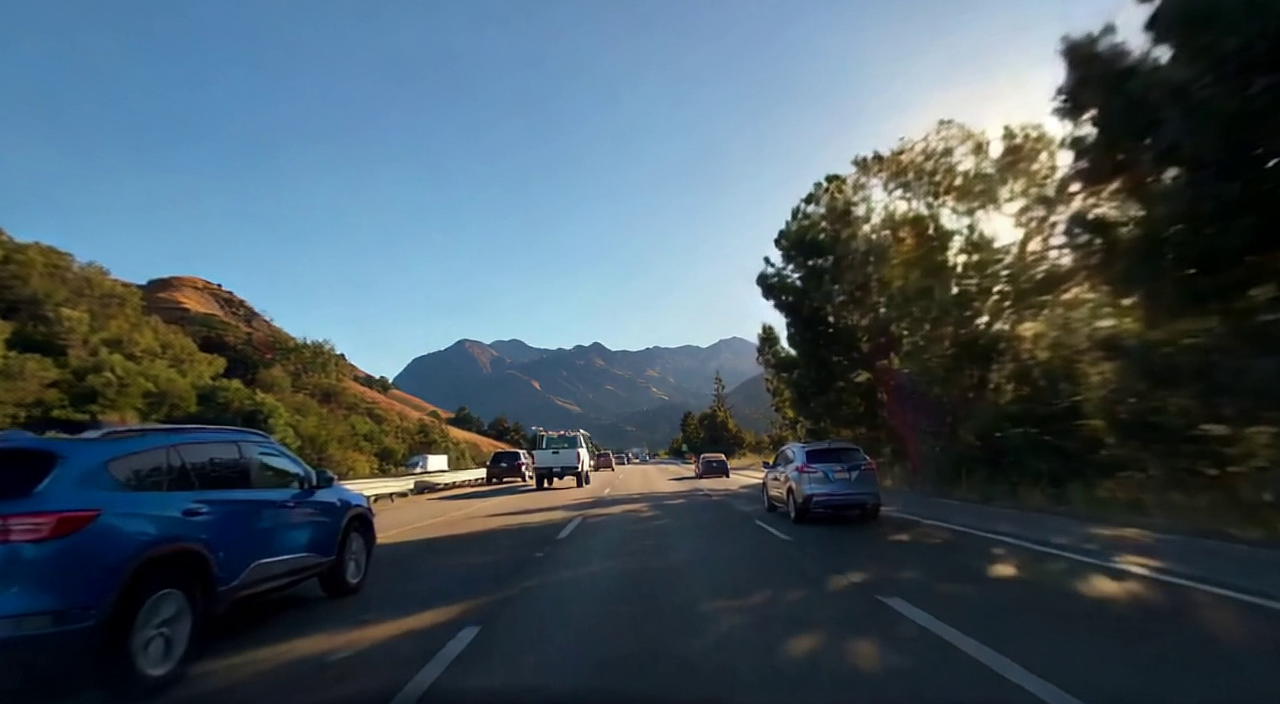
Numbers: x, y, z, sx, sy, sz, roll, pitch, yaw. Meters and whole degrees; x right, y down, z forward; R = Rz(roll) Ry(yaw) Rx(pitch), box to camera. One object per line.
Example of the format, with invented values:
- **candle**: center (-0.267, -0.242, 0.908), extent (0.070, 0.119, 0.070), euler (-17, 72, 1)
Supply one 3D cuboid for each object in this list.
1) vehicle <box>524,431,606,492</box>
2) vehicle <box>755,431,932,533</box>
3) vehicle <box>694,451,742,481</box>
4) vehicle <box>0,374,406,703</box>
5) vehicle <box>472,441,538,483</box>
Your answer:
- **vehicle**: center (-2.802, 4.309, 24.988), extent (2.494, 2.136, 5.539), euler (0, -9, 1)
- **vehicle**: center (3.861, 2.573, 12.982), extent (2.066, 1.696, 4.604), euler (0, -9, 0)
- **vehicle**: center (4.356, 6.450, 35.992), extent (2.071, 1.570, 4.637), euler (0, -9, -1)
- **vehicle**: center (-3.587, 1.277, 4.551), extent (2.080, 1.716, 4.207), euler (0, -9, 1)
- **vehicle**: center (-6.661, 5.516, 31.685), extent (2.149, 1.922, 4.976), euler (0, -9, 0)
